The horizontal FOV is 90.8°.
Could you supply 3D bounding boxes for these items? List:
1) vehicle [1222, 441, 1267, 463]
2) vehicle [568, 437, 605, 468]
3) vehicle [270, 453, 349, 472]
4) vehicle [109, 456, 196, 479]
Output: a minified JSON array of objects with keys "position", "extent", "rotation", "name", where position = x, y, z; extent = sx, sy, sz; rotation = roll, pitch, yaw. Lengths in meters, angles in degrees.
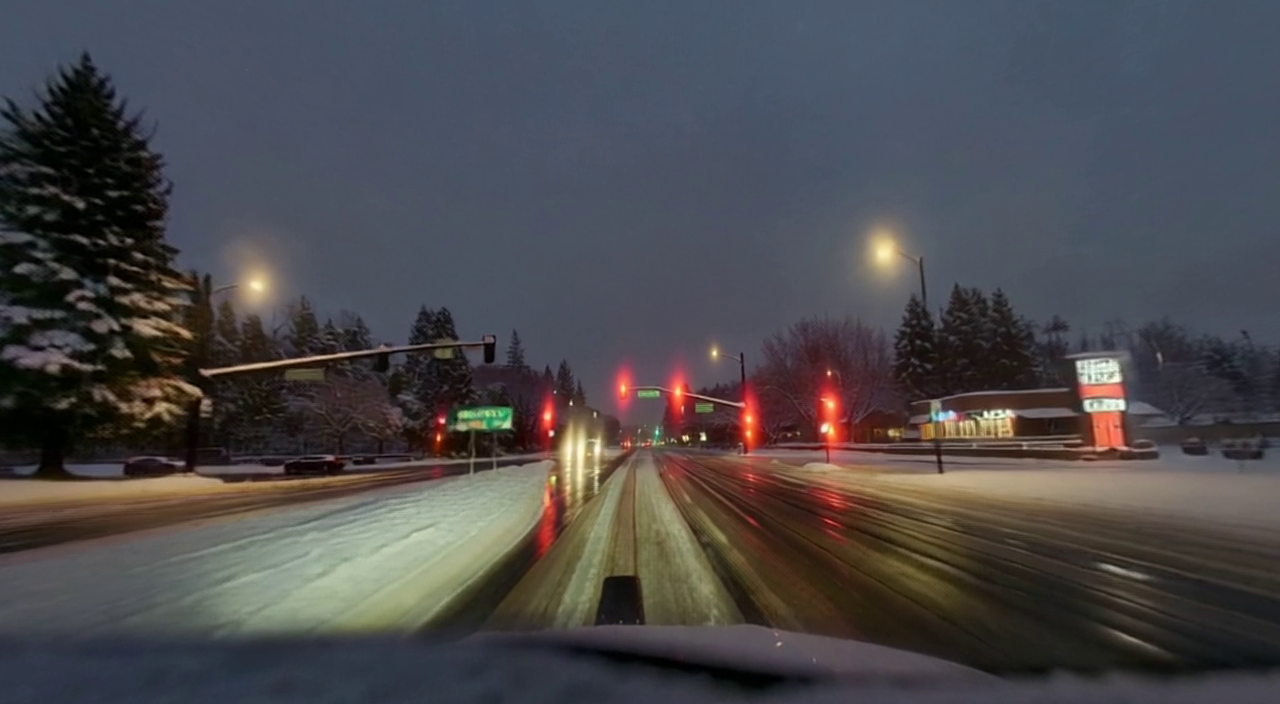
[{"position":[41.343,6.842,43.277],"extent":[1.821,1.442,3.914],"rotation":[-7,-11,39],"name":"vehicle"},{"position":[-3.019,5.740,36.213],"extent":[1.990,1.639,3.885],"rotation":[0,-8,-4],"name":"vehicle"},{"position":[-25.016,8.370,47.945],"extent":[4.854,1.406,2.060],"rotation":[0,-8,1],"name":"vehicle"},{"position":[-34.451,8.164,44.716],"extent":[4.567,1.460,1.917],"rotation":[0,-8,0],"name":"vehicle"}]
